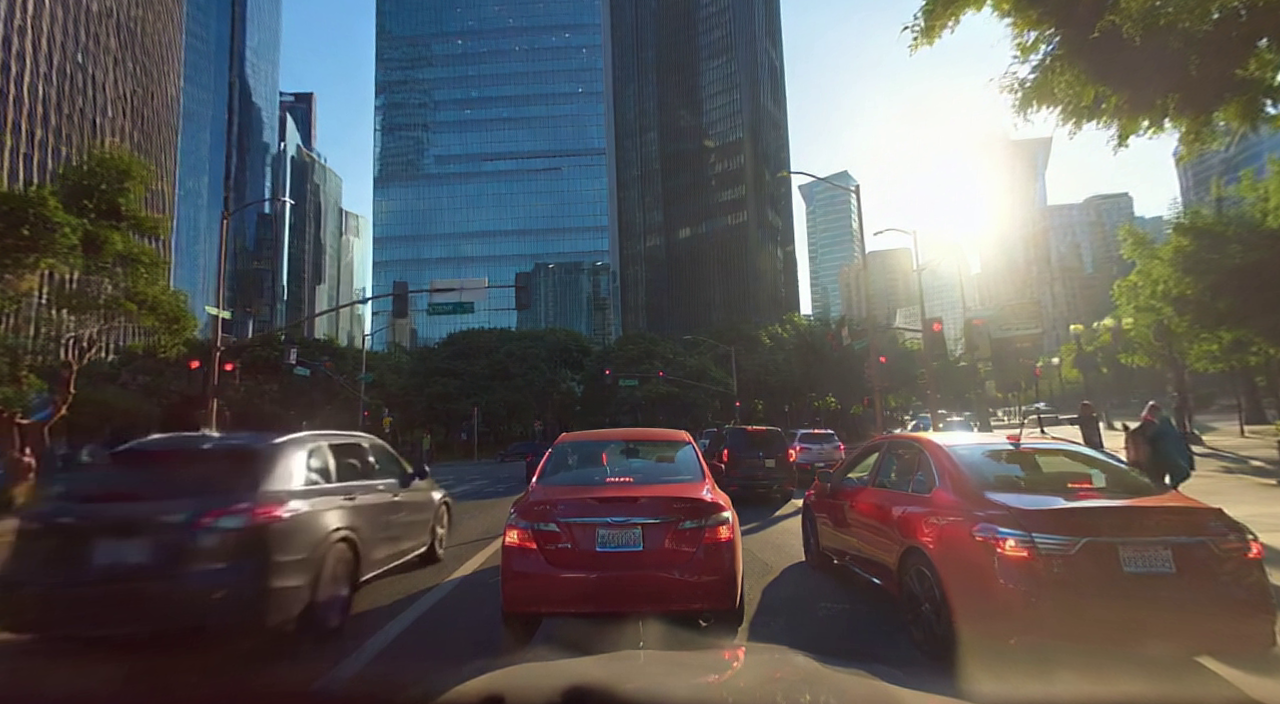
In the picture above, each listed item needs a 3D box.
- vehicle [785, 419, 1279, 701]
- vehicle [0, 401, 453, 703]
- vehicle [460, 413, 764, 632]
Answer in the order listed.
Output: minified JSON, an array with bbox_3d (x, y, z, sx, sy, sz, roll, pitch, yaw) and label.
[{"bbox_3d":[2.749,1.399,5.445,1.952,1.464,4.165,0,-8,-1],"label":"vehicle"},{"bbox_3d":[-3.277,1.311,5.227,2.068,1.513,4.221,0,-8,1],"label":"vehicle"},{"bbox_3d":[-0.268,1.465,6.407,2.072,1.476,4.078,0,-8,-2],"label":"vehicle"}]
